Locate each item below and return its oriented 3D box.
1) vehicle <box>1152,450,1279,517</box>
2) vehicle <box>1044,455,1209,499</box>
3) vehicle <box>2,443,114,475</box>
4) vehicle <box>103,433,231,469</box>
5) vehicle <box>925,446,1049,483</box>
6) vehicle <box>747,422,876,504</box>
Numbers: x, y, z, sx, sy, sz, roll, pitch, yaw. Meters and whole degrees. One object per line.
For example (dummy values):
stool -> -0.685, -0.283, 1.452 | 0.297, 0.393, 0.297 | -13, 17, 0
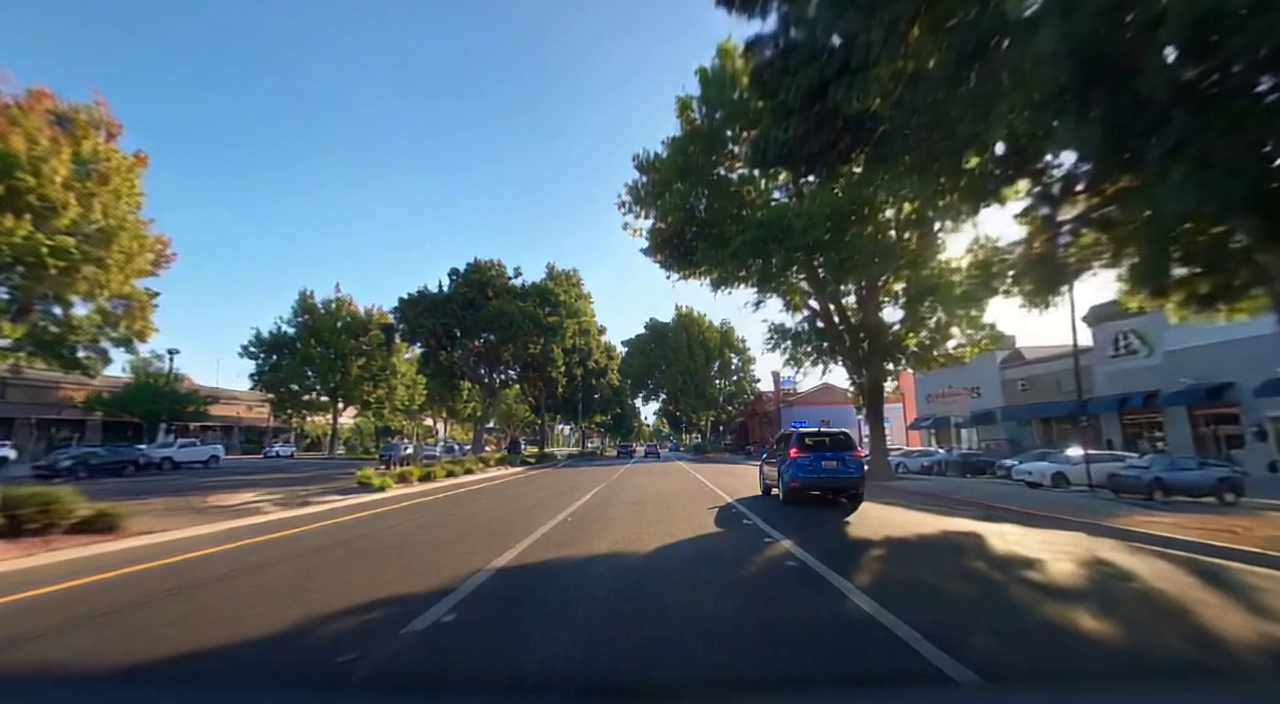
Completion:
vehicle -> 17.646, 3.666, 17.820 | 4.433, 1.729, 2.033 | -1, -8, 3
vehicle -> 17.731, 4.557, 23.135 | 4.370, 1.488, 1.970 | 0, -8, -1
vehicle -> -31.114, 5.713, 33.869 | 1.886, 1.606, 4.230 | 0, -8, 1
vehicle -> -28.268, 5.960, 38.098 | 2.344, 1.946, 6.771 | -1, -8, 2
vehicle -> 17.790, 5.759, 32.552 | 5.012, 1.813, 2.291 | 0, -8, -1
vehicle -> 4.106, 2.735, 15.971 | 2.024, 1.773, 4.431 | 0, -8, 0
